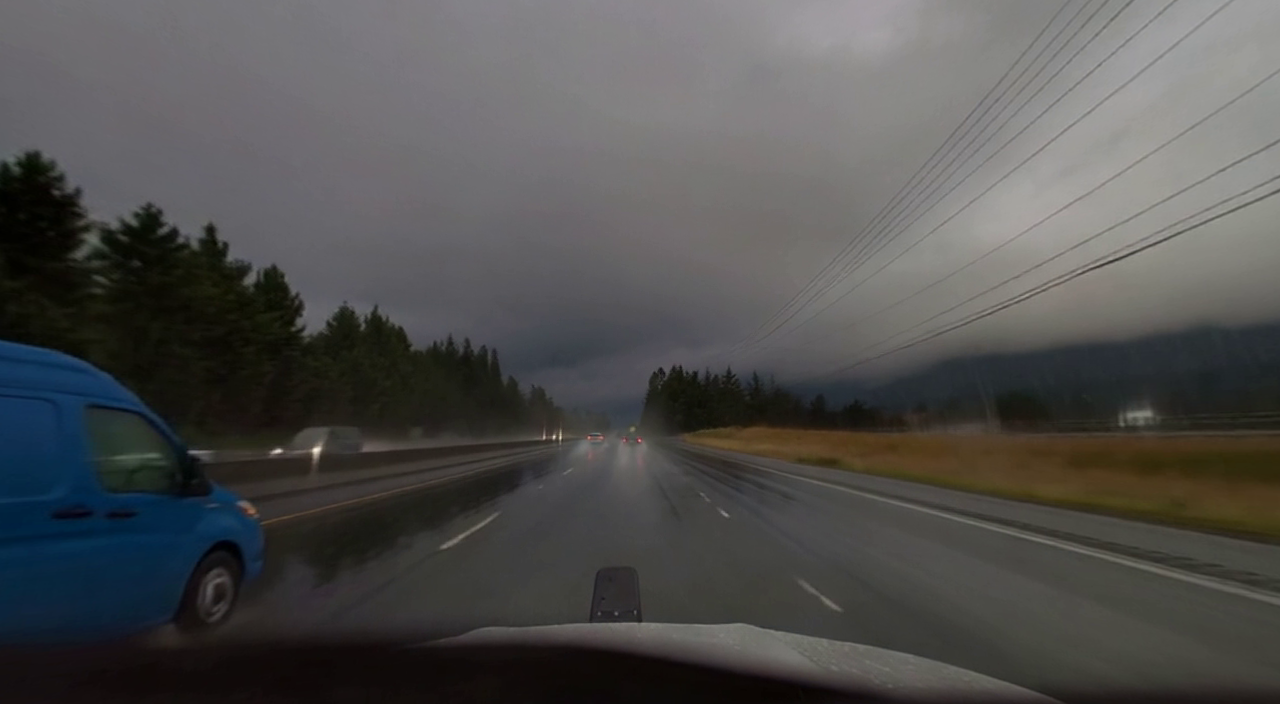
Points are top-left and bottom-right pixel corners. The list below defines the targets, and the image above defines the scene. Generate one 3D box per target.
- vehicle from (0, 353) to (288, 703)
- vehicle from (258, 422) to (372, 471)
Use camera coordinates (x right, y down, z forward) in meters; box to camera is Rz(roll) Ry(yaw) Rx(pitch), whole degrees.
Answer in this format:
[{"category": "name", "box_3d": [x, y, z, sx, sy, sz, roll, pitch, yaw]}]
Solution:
[{"category": "vehicle", "box_3d": [-3.979, 0.851, 2.735, 2.146, 1.709, 4.856, 0, -8, -1]}, {"category": "vehicle", "box_3d": [-13.475, 3.950, 26.597, 2.160, 1.827, 5.075, 0, -8, -1]}]
